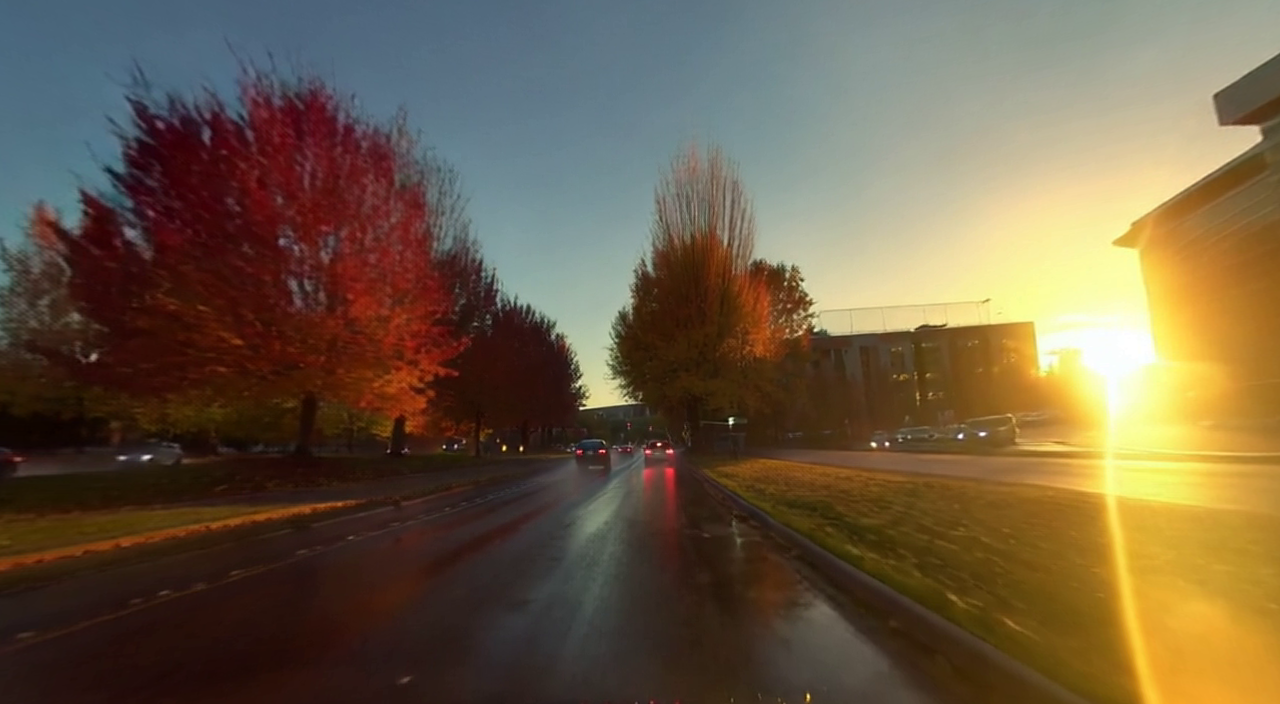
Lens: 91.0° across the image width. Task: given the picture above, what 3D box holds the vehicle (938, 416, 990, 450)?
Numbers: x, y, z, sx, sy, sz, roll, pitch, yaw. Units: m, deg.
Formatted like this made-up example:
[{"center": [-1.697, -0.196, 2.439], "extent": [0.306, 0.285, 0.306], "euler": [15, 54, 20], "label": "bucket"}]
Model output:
[{"center": [24.207, 6.083, 47.123], "extent": [2.673, 2.486, 2.062], "euler": [0, -8, 2], "label": "vehicle"}]

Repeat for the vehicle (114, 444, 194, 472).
[{"center": [-35.369, 7.688, 45.991], "extent": [1.945, 1.946, 4.808], "euler": [0, -8, 0], "label": "vehicle"}]

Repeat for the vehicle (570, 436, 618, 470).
[{"center": [-2.375, 5.326, 33.423], "extent": [2.197, 1.709, 4.069], "euler": [0, -8, 1], "label": "vehicle"}]

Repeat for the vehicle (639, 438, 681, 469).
[{"center": [1.028, 5.201, 32.442], "extent": [2.040, 1.493, 3.682], "euler": [0, -8, 1], "label": "vehicle"}]
